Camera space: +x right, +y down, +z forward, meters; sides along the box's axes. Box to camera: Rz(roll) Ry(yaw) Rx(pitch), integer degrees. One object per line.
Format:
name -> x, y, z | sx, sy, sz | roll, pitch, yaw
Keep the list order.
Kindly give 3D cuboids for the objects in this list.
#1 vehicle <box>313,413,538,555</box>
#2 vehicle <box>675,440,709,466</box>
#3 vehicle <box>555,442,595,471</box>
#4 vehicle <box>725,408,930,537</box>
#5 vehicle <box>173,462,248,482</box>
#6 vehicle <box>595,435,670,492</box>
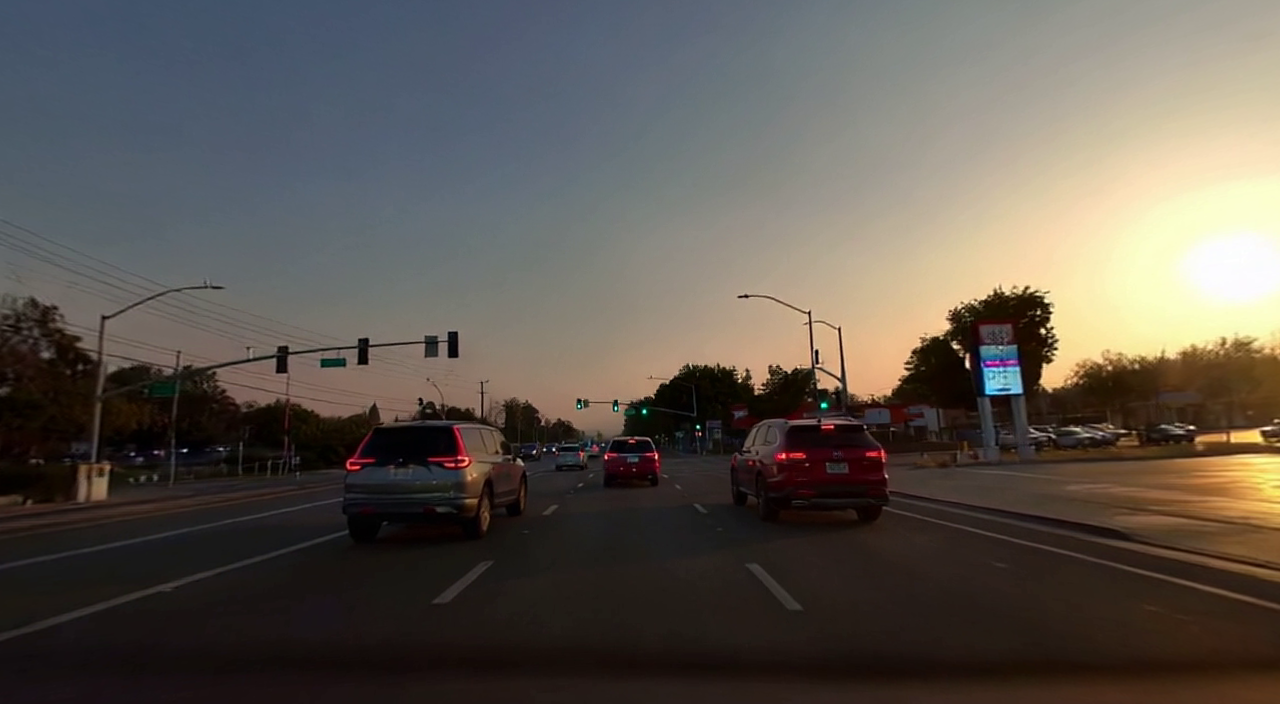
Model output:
vehicle -> -3.008, 1.953, 10.013 | 2.019, 1.731, 4.299 | 0, -8, 0
vehicle -> 3.705, 7.324, 45.819 | 2.122, 1.745, 4.337 | 0, -8, 0
vehicle -> -3.617, 5.908, 35.833 | 1.954, 1.497, 4.078 | 0, -8, -1
vehicle -> 3.102, 2.156, 11.931 | 2.161, 1.868, 5.321 | 0, -8, -1
vehicle -> -33.863, 9.428, 49.760 | 4.630, 1.484, 1.790 | -1, -8, 4
vehicle -> -0.242, 3.550, 20.466 | 2.181, 1.650, 4.083 | 0, -8, -1
